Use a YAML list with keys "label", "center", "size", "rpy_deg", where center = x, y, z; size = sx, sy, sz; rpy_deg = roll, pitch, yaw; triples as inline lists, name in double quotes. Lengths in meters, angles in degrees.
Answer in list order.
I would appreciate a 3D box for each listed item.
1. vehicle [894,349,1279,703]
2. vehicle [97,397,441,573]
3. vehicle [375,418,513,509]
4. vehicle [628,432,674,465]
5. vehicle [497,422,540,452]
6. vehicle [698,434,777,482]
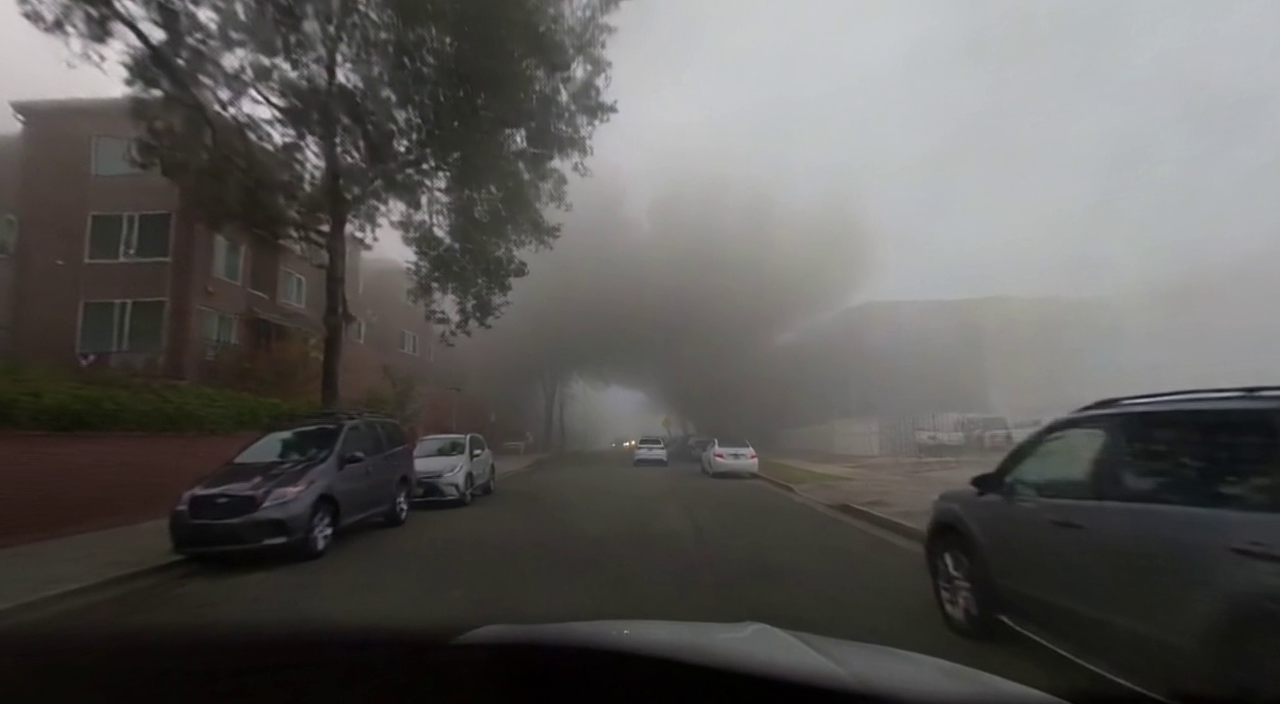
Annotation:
- label: "vehicle"
  center: [3.030, 0.979, 3.106]
  size: [1.901, 1.649, 4.118]
  rpy_deg: [0, -8, 1]
- label: "vehicle"
  center: [-4.574, 1.538, 8.766]
  size: [2.022, 1.721, 4.355]
  rpy_deg: [1, -3, 2]
- label: "vehicle"
  center: [-4.254, 2.402, 14.316]
  size: [1.911, 1.573, 3.637]
  rpy_deg: [2, -3, 0]
- label: "vehicle"
  center: [0.526, 4.669, 30.570]
  size: [2.095, 1.510, 3.605]
  rpy_deg: [0, -8, 1]
- label: "vehicle"
  center: [-7.930, 5.584, 41.517]
  size: [2.010, 1.747, 4.266]
  rpy_deg: [0, -5, 0]
- label: "vehicle"
  center: [3.248, 3.614, 21.835]
  size: [2.086, 1.498, 4.280]
  rpy_deg: [0, -8, 1]
